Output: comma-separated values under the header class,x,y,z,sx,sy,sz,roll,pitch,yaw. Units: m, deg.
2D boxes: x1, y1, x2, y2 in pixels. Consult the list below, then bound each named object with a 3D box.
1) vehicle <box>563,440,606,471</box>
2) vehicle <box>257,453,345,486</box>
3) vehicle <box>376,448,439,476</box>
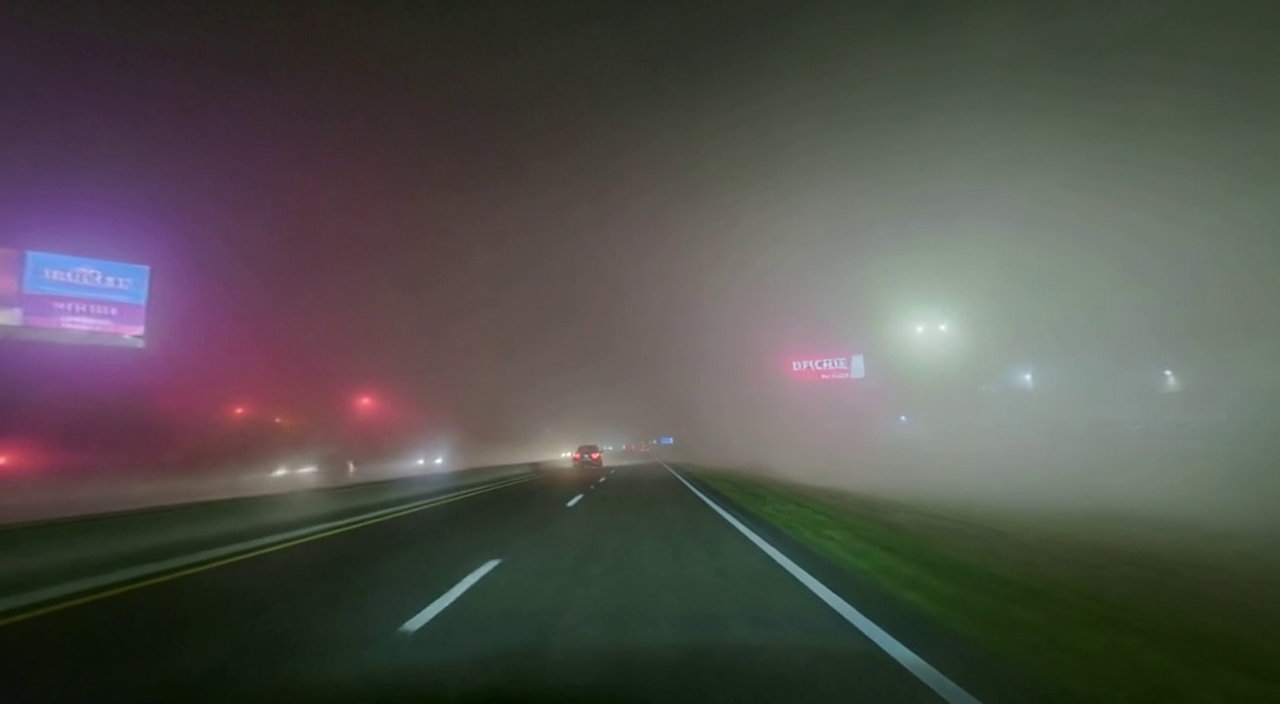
class,x,y,z,sx,sy,sz,roll,pitch,yaw
vehicle,-3.397,6.504,39.879,2.159,1.793,5.027,-1,-9,1
vehicle,-16.814,5.819,31.541,1.946,1.470,4.333,-1,-9,1
vehicle,-13.788,6.519,37.678,1.932,1.501,4.484,-1,-9,1
